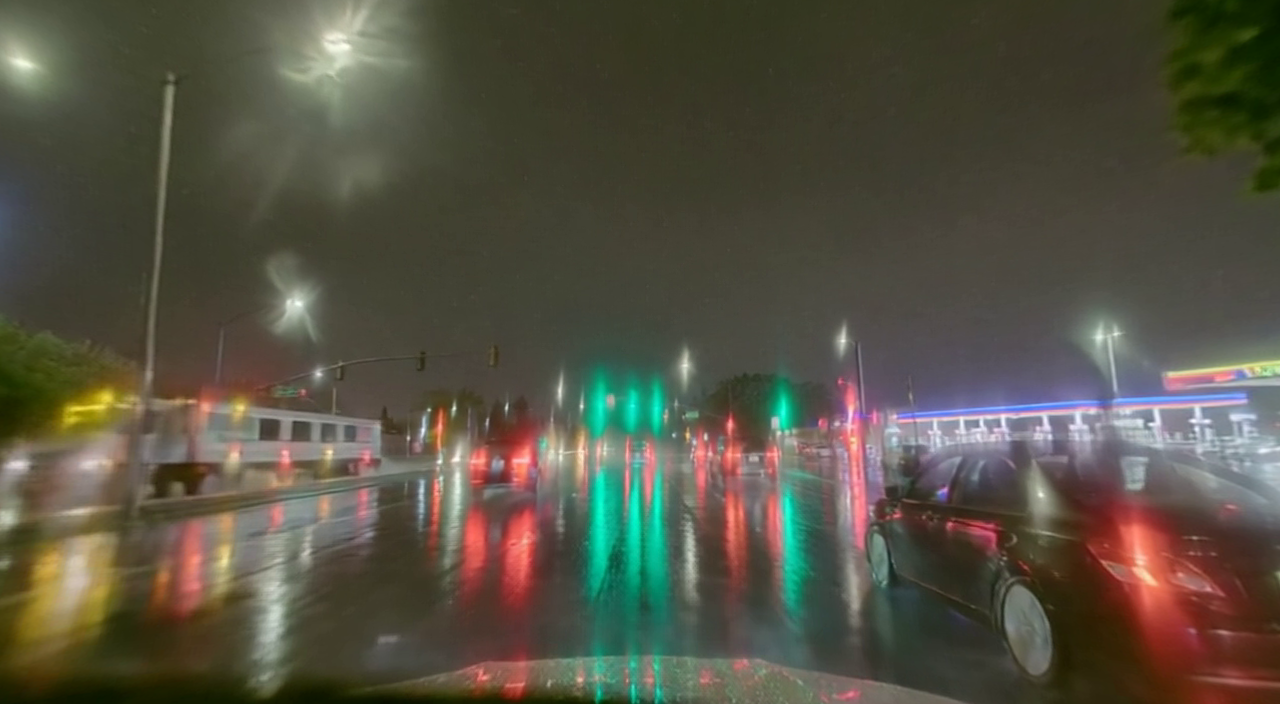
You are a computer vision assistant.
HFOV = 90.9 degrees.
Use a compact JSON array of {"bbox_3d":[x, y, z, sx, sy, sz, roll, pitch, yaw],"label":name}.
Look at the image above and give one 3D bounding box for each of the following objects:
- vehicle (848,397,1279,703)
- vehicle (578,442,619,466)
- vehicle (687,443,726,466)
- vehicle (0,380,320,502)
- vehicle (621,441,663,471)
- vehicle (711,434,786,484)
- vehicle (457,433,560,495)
[{"bbox_3d":[3.483,1.277,4.974,2.038,1.499,4.868,0,-8,0],"label":"vehicle"},{"bbox_3d":[-2.563,6.452,40.082,2.192,1.463,4.211,0,-8,2],"label":"vehicle"},{"bbox_3d":[4.337,6.757,41.857,2.174,1.462,4.400,0,-8,1],"label":"vehicle"},{"bbox_3d":[-15.942,3.202,22.649,3.228,3.319,10.706,0,-8,0],"label":"vehicle"},{"bbox_3d":[0.126,5.451,33.291,2.104,1.477,4.591,0,-8,1],"label":"vehicle"},{"bbox_3d":[3.884,3.894,23.279,2.022,1.683,4.171,0,-8,0],"label":"vehicle"},{"bbox_3d":[-3.695,3.231,18.552,2.023,1.607,4.086,0,-8,2],"label":"vehicle"}]
